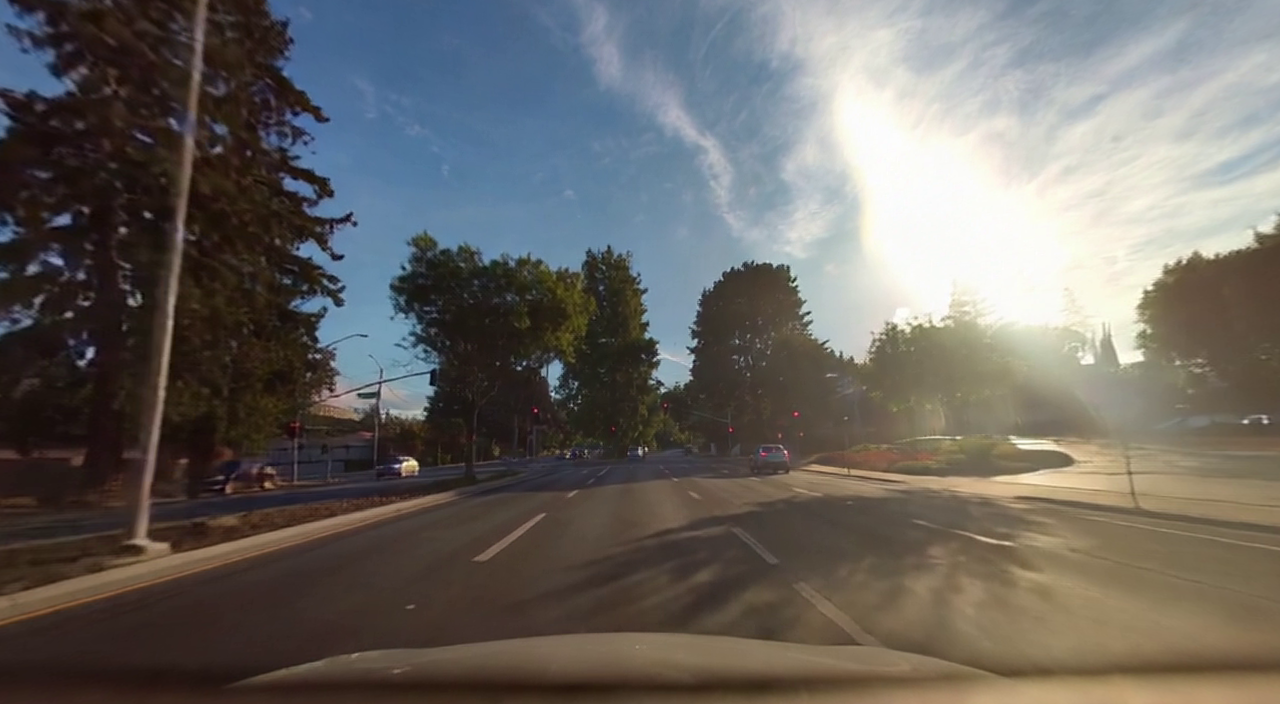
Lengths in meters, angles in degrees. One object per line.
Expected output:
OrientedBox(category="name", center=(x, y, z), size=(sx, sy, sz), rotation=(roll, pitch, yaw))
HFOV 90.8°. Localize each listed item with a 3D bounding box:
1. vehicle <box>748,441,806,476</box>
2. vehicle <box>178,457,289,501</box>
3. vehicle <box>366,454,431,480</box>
OrientedBox(category="vehicle", center=(7.079, 5.535, 33.054), size=(2.011, 1.710, 4.357), rotation=(0, -9, -1))
OrientedBox(category="vehicle", center=(-17.718, 5.528, 27.818), size=(1.883, 1.583, 4.342), rotation=(-3, -9, 2))
OrientedBox(category="vehicle", center=(-16.622, 7.878, 43.708), size=(1.895, 1.644, 4.160), rotation=(-3, -9, 19))
